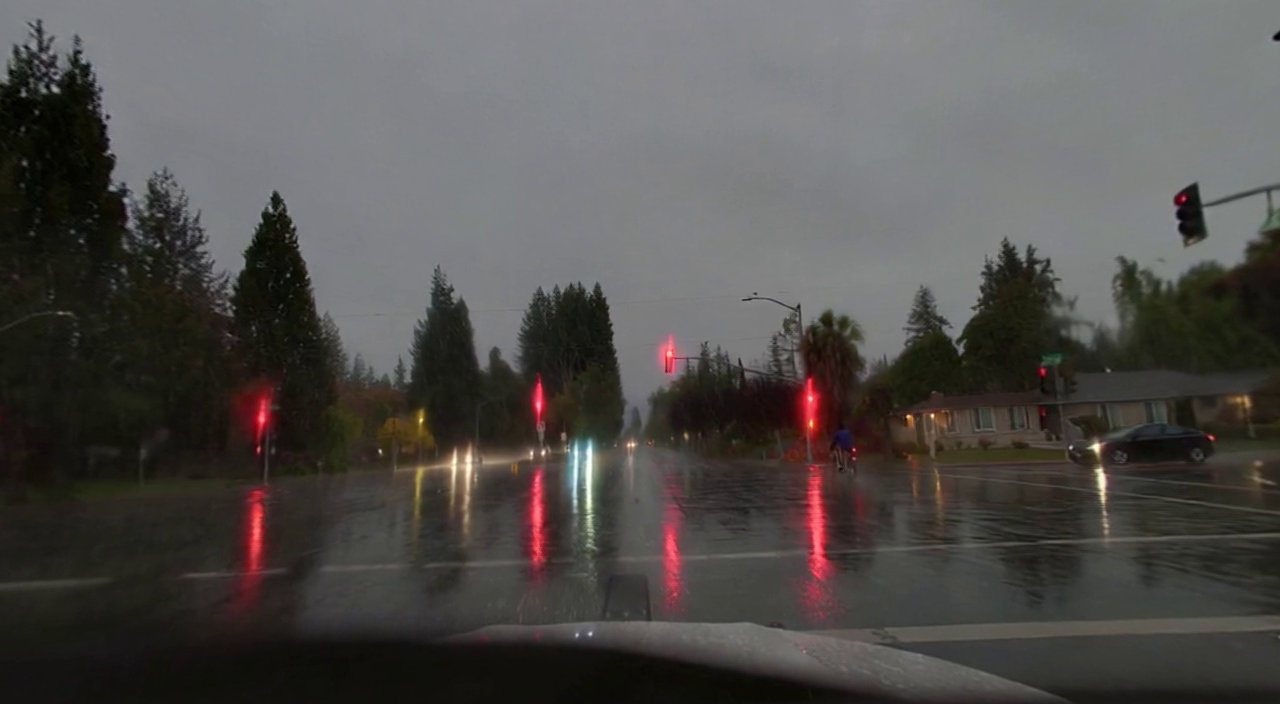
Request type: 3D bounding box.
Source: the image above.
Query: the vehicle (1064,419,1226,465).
[{"bbox_3d":[17.310,3.106,21.759,3.969,1.493,1.823,0,-9,1],"label":"vehicle"}]
